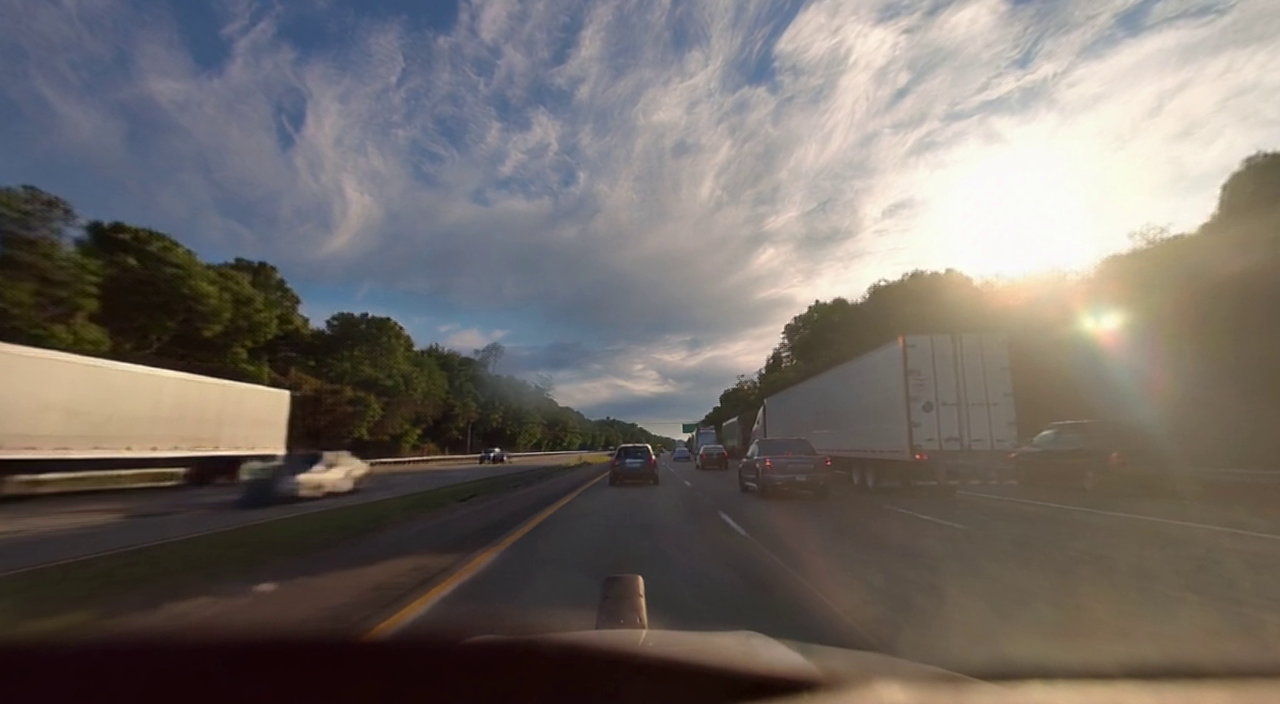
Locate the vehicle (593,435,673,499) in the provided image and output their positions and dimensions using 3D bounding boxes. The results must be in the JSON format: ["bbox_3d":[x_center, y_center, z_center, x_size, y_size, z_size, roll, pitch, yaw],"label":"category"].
[{"bbox_3d":[-0.156,3.198,17.834,2.023,1.618,3.628,0,-9,1],"label":"vehicle"}]

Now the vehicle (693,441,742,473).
[{"bbox_3d":[4.161,5.749,34.598,2.150,1.632,4.260,0,-9,0],"label":"vehicle"}]

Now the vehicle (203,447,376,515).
[{"bbox_3d":[-8.475,3.120,15.732,2.043,1.455,3.840,0,-9,1],"label":"vehicle"}]

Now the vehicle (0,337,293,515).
[{"bbox_3d":[-16.017,2.379,18.704,3.084,3.991,14.527,0,-9,1],"label":"vehicle"}]

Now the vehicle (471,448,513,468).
[{"bbox_3d":[-11.570,8.276,49.507,2.189,1.486,4.091,-1,-9,2],"label":"vehicle"}]

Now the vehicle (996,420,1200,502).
[{"bbox_3d":[12.010,2.902,17.093,1.966,1.870,4.734,0,-9,1],"label":"vehicle"}]

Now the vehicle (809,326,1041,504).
[{"bbox_3d":[7.614,2.051,18.658,2.823,4.063,8.485,0,-9,0],"label":"vehicle"}]

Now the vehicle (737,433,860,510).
[{"bbox_3d":[3.643,2.816,15.256,1.920,1.594,3.867,0,-9,0],"label":"vehicle"}]
